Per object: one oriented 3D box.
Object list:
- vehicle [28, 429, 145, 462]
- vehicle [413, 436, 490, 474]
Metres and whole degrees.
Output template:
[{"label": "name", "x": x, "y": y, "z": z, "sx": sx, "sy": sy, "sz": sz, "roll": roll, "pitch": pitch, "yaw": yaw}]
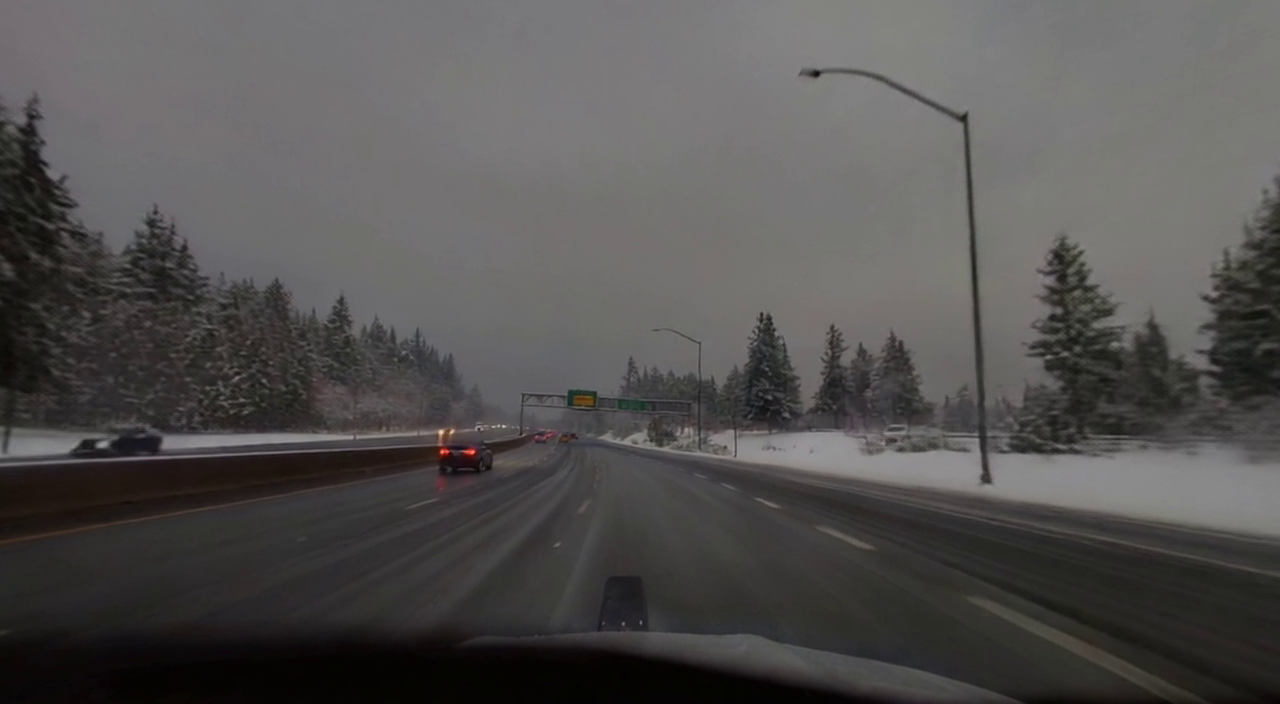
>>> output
[{"label": "vehicle", "x": -26.803, "y": 4.569, "z": 30.772, "sx": 1.857, "sy": 1.473, "sz": 4.376, "roll": 0, "pitch": -8, "yaw": -2}, {"label": "vehicle", "x": -7.952, "y": 4.373, "z": 27.113, "sx": 2.025, "sy": 1.494, "sz": 4.495, "roll": 0, "pitch": -8, "yaw": -2}]
